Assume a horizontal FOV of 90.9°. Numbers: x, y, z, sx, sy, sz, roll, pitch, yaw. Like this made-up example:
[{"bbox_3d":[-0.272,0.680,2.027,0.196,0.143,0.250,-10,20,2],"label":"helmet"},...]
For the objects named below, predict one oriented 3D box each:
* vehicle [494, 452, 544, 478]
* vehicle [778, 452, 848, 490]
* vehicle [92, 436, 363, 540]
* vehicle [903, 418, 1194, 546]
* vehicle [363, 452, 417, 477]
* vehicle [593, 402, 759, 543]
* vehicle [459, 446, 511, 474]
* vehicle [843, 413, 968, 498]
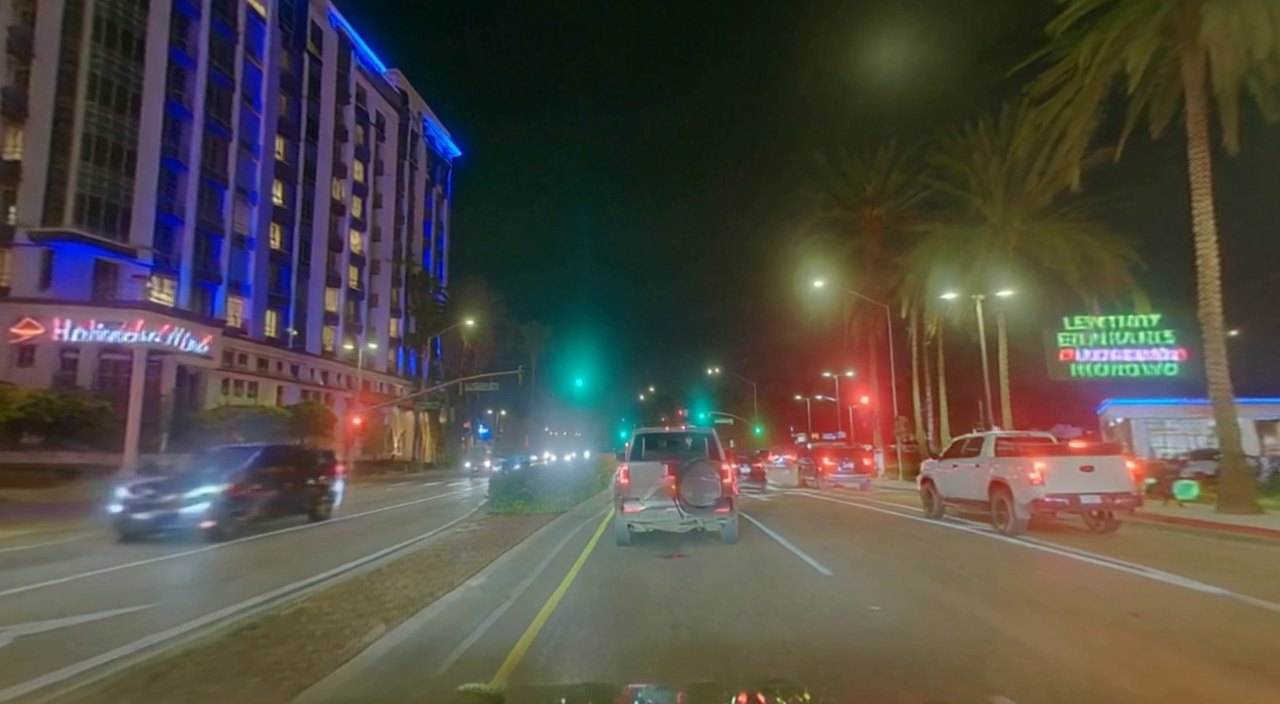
[{"bbox_3d":[-7.555,7.101,39.803,2.061,1.496,4.600,-1,-9,3],"label":"vehicle"},{"bbox_3d":[7.698,5.336,28.564,1.958,1.523,4.553,0,-9,1],"label":"vehicle"},{"bbox_3d":[-8.037,2.663,13.095,2.268,1.733,4.821,0,-9,1],"label":"vehicle"},{"bbox_3d":[7.514,2.441,12.599,2.215,1.973,5.323,0,-9,0],"label":"vehicle"},{"bbox_3d":[-18.102,8.161,45.925,1.972,1.694,4.466,0,-9,1],"label":"vehicle"},{"bbox_3d":[0.598,2.236,12.334,2.487,2.115,5.444,0,-9,1],"label":"vehicle"},{"bbox_3d":[-10.927,7.668,44.908,2.272,1.837,4.892,-1,-9,2],"label":"vehicle"},{"bbox_3d":[10.804,4.110,26.352,2.663,3.061,5.602,-1,-5,0],"label":"vehicle"}]
